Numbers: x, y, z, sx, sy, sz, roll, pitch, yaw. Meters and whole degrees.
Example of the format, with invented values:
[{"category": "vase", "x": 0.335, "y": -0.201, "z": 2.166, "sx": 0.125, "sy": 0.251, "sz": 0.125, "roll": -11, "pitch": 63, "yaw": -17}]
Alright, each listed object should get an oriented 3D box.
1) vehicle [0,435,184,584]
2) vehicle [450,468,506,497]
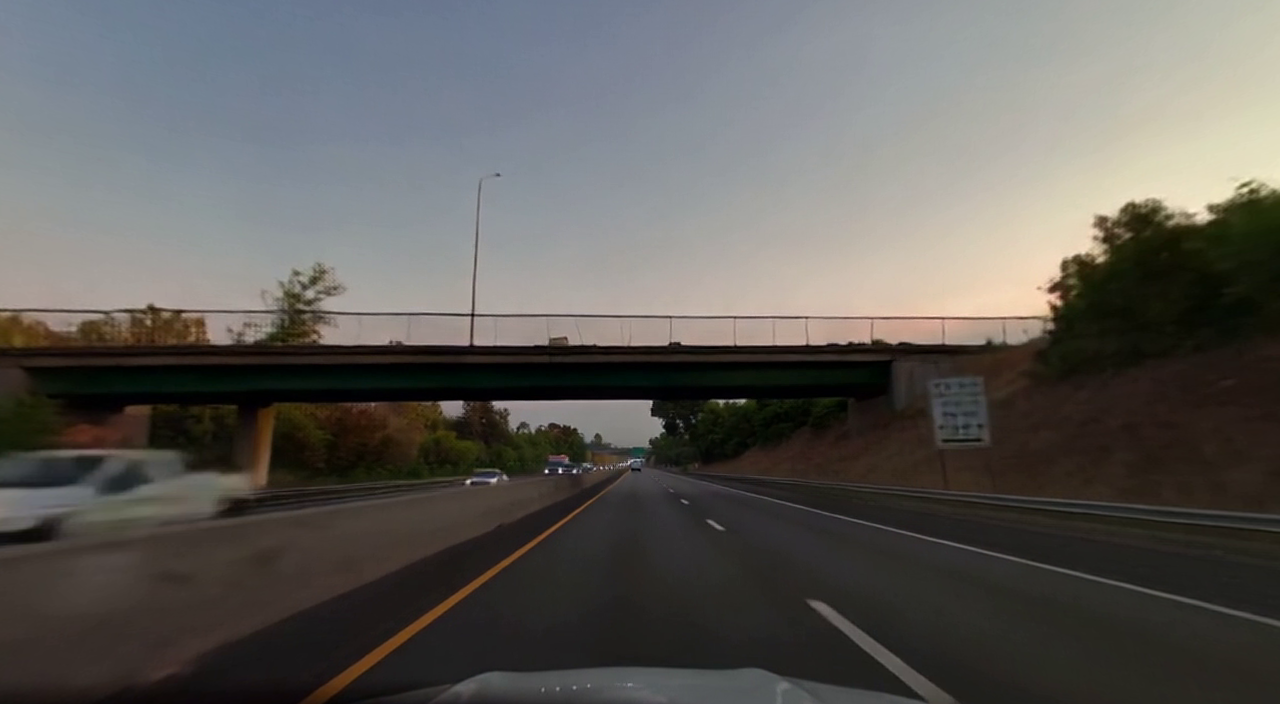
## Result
[{"category": "vehicle", "x": -8.333, "y": 1.909, "z": 7.852, "sx": 2.013, "sy": 1.672, "sz": 4.241, "roll": 1, "pitch": -10, "yaw": -1}, {"category": "vehicle", "x": -8.915, "y": 7.220, "z": 34.983, "sx": 1.981, "sy": 1.457, "sz": 4.337, "roll": 1, "pitch": -10, "yaw": 0}]
